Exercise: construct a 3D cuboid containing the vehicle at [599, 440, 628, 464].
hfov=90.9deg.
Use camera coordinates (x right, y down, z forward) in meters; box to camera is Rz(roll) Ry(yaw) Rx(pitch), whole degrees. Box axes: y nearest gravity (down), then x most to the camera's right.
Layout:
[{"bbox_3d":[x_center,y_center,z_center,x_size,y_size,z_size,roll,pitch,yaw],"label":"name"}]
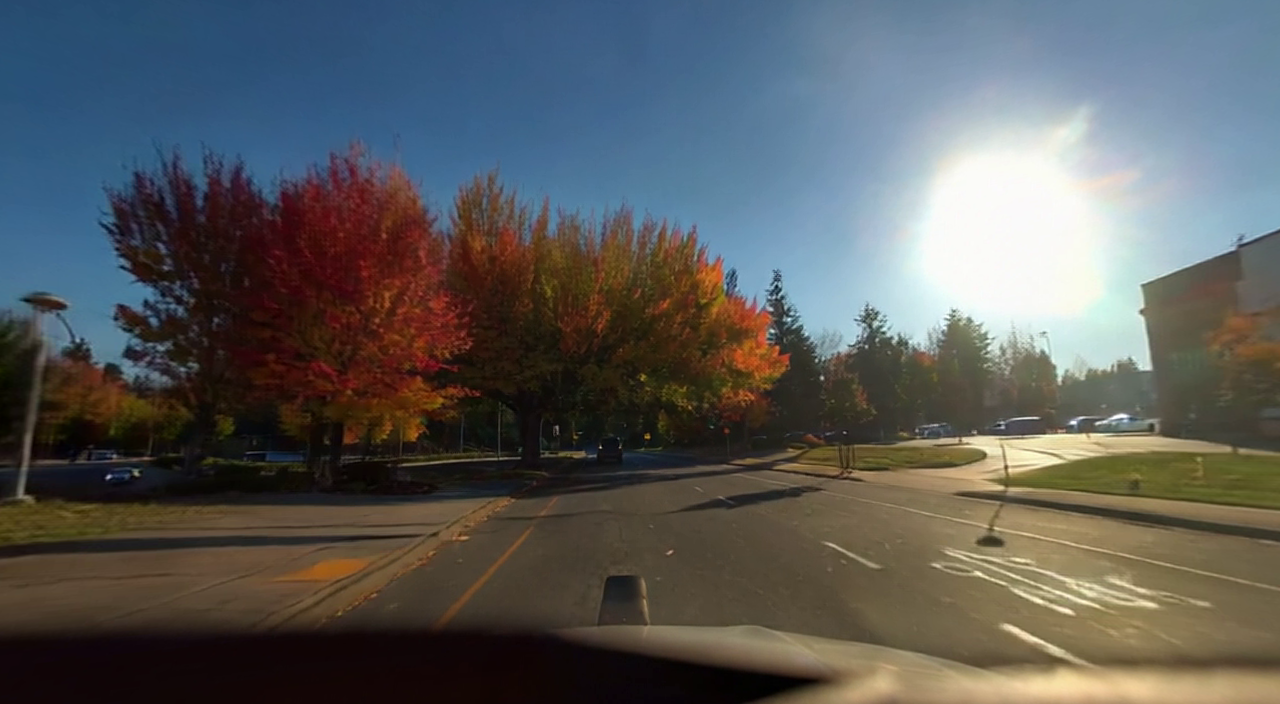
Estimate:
[{"bbox_3d":[-2.191,7.880,49.971,2.146,1.814,5.110,0,-8,-4],"label":"vehicle"}]
